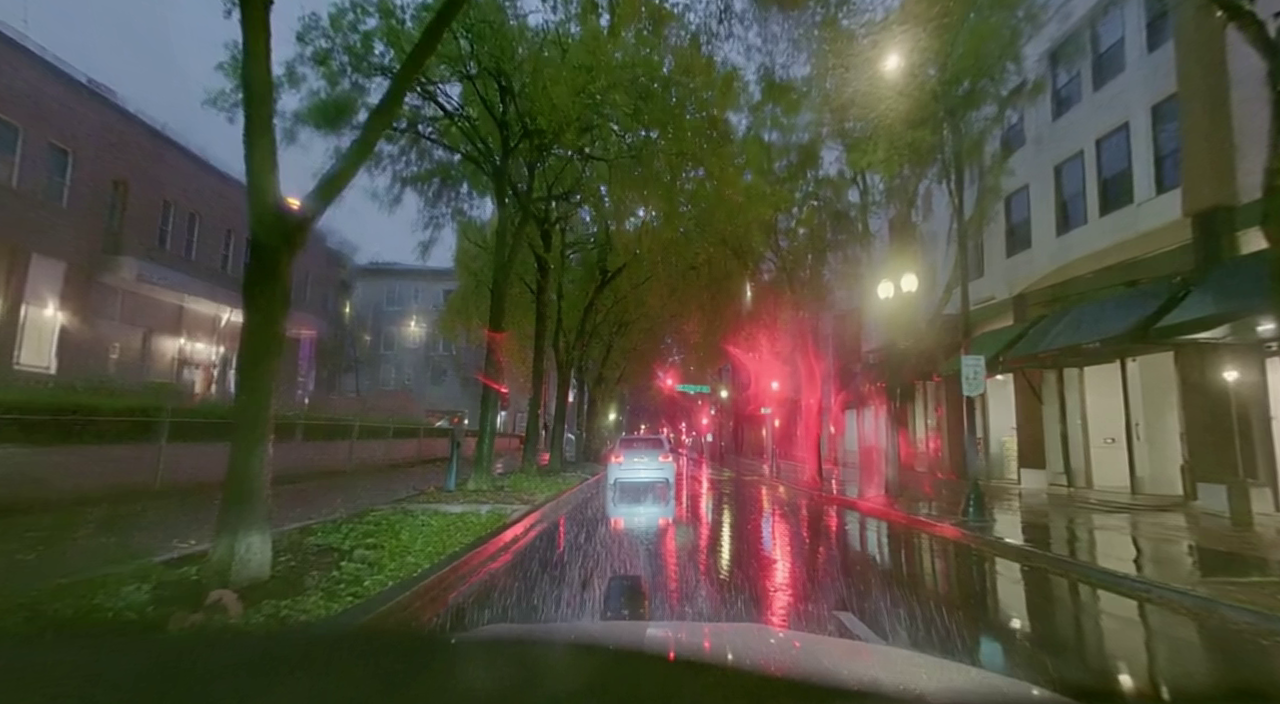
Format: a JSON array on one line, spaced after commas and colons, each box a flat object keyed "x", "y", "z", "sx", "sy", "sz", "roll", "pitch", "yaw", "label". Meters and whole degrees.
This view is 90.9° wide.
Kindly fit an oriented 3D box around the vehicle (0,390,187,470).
[{"x": -14.716, "y": 2.109, "z": 16.543, "sx": 2.027, "sy": 1.758, "sz": 5.254, "roll": 0, "pitch": -9, "yaw": -4, "label": "vehicle"}]

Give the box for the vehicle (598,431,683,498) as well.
[{"x": -0.027, "y": 3.041, "z": 17.411, "sx": 2.079, "sy": 1.621, "sz": 3.861, "roll": 0, "pitch": -9, "yaw": -1, "label": "vehicle"}]
